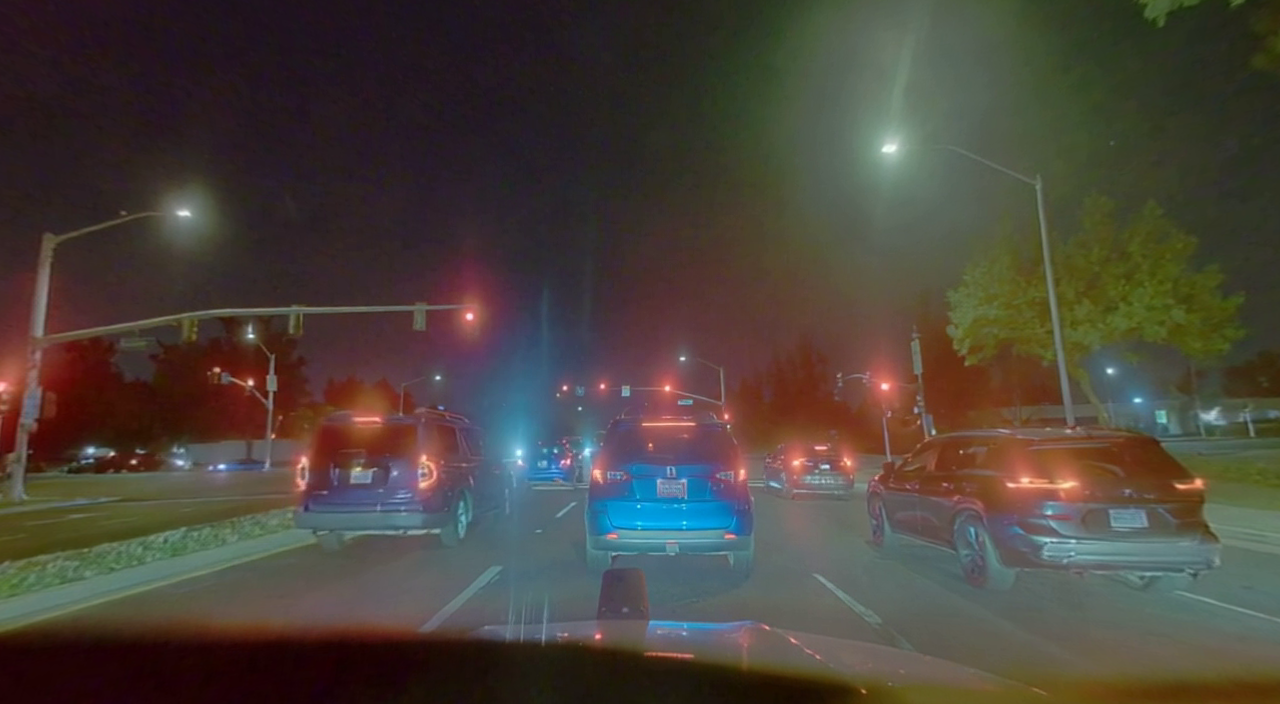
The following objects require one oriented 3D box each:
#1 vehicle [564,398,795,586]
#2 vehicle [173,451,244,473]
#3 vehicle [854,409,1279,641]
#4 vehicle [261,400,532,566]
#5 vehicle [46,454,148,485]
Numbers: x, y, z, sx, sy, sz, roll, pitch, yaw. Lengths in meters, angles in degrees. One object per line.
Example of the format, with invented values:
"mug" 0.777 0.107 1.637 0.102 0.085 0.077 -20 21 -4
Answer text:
"vehicle" 0.387 1.652 8.222 2.172 1.764 4.338 0 -8 0
"vehicle" -32.726 8.332 47.887 4.067 1.593 1.810 -1 -8 3
"vehicle" 3.914 1.493 6.435 1.954 1.592 3.992 0 -8 -1
"vehicle" -3.113 1.815 9.492 2.054 1.814 4.941 0 -8 1
"vehicle" -31.209 6.746 36.302 4.395 1.636 1.926 -1 -9 9
